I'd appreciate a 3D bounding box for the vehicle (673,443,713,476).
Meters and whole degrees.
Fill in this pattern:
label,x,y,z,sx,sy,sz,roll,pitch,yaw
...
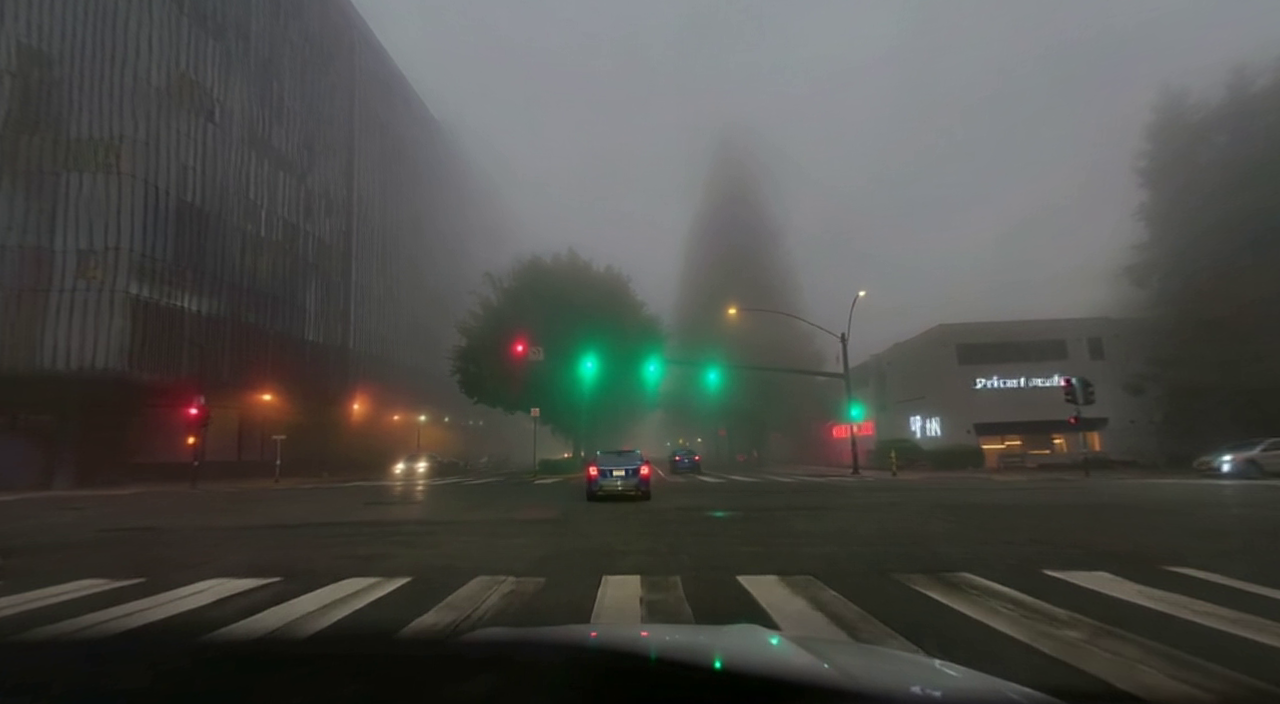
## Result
label,x,y,z,sx,sy,sz,roll,pitch,yaw
vehicle,3.186,6.546,38.733,2.078,1.799,4.089,1,-8,-1

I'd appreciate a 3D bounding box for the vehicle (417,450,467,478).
label,x,y,z,sx,sy,sz,roll,pitch,yaw
vehicle,-12.680,7.176,40.650,2.000,1.507,4.286,-2,-7,-2

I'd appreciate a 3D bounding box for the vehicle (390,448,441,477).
label,x,y,z,sx,sy,sz,roll,pitch,yaw
vehicle,-16.223,7.999,45.909,2.119,1.815,4.795,-2,-7,-1

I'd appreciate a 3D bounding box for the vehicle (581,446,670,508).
label,x,y,z,sx,sy,sz,roll,pitch,yaw
vehicle,-0.401,3.337,17.350,2.144,1.398,3.963,1,-8,-1

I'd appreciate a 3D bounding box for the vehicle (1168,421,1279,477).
label,x,y,z,sx,sy,sz,roll,pitch,yaw
vehicle,23.985,3.863,24.761,4.384,2.000,2.345,1,-12,-4
